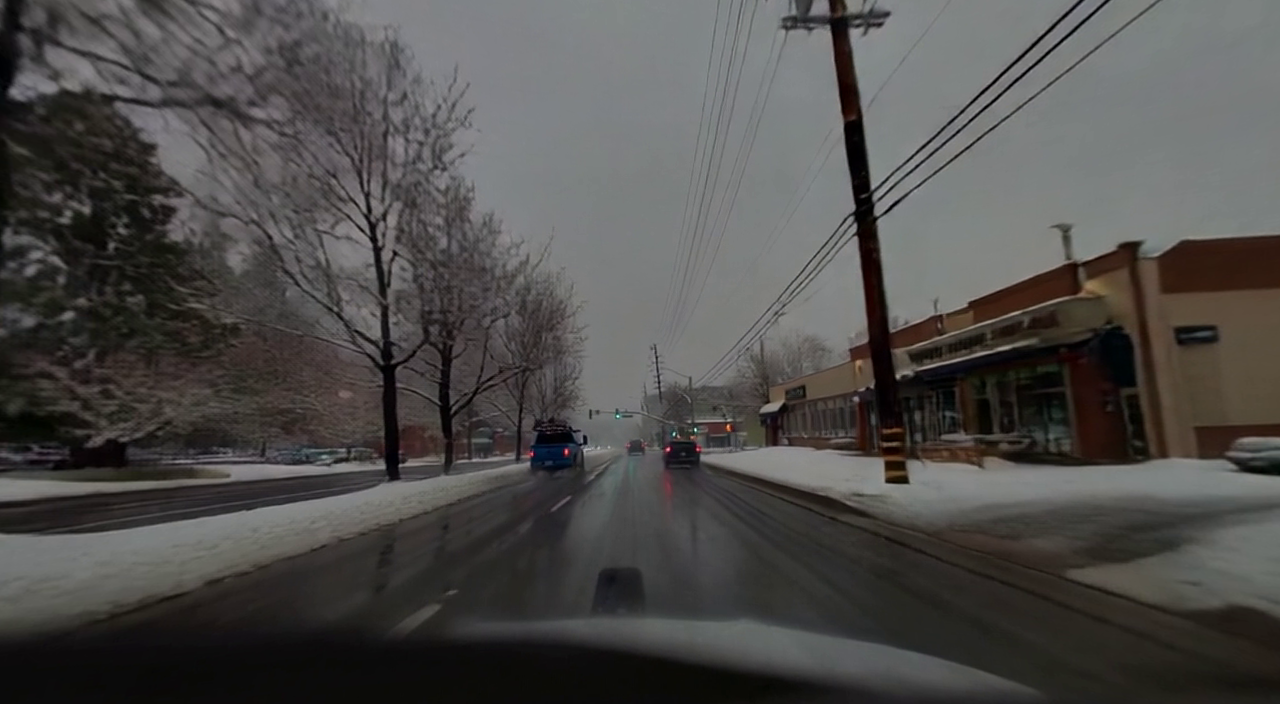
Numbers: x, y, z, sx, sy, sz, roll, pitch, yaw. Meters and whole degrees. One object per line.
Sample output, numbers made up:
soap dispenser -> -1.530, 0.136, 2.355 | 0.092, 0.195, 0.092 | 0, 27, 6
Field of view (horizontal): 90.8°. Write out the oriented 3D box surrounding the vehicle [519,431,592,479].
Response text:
vehicle -> -3.344, 4.219, 26.113 | 2.464, 1.777, 5.128 | 0, -8, -2

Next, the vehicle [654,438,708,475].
vehicle -> 1.715, 4.588, 27.888 | 2.103, 1.487, 4.101 | 0, -8, 0
